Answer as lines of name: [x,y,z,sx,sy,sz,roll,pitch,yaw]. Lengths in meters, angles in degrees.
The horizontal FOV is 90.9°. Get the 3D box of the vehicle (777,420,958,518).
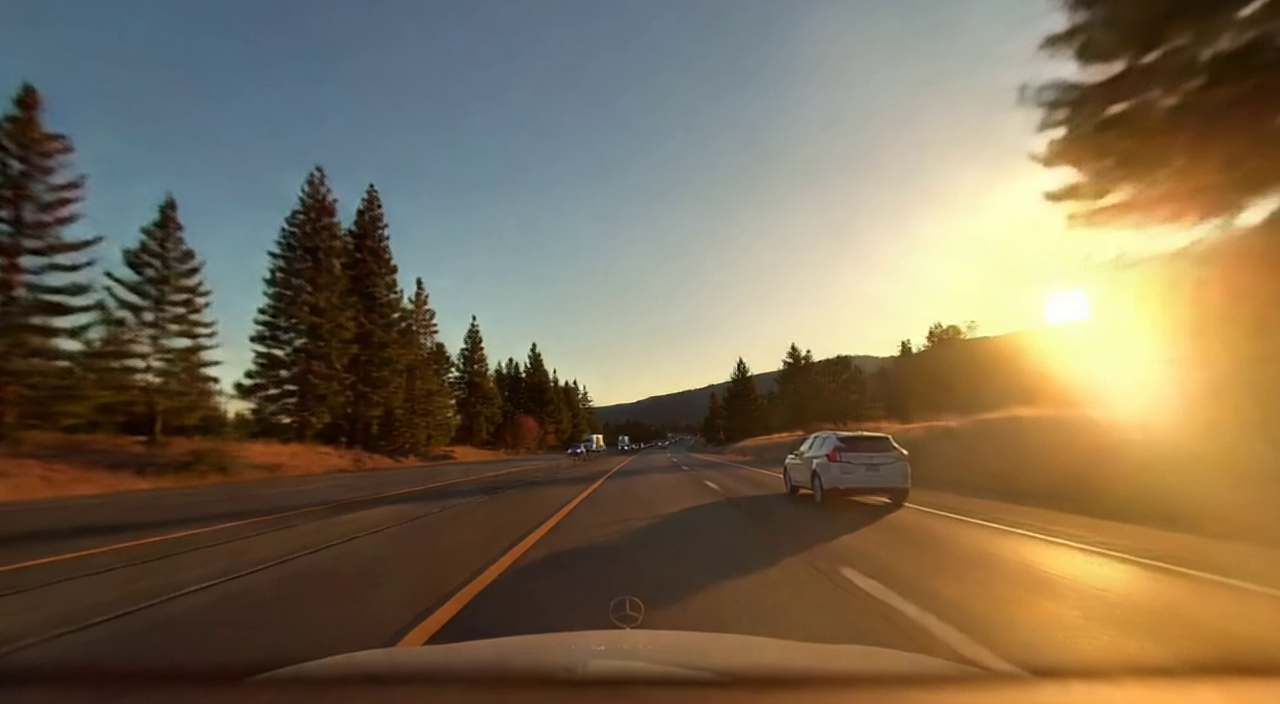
vehicle: [4.579,2.431,13.696,2.098,1.703,4.862,0,-8,0]
